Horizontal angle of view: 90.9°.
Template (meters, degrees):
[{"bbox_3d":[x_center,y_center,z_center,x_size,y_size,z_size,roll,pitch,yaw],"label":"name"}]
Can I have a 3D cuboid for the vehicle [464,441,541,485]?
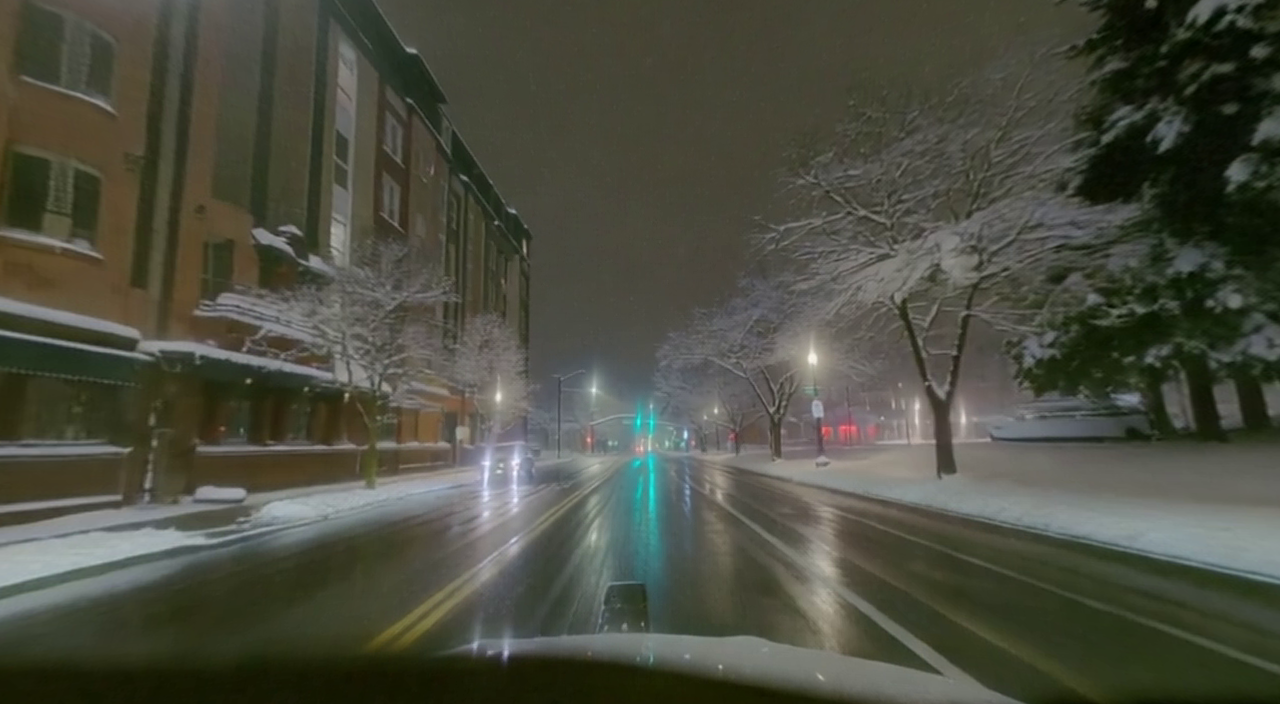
[{"bbox_3d":[-5.858,4.779,27.556,2.147,1.701,4.879,0,-8,1],"label":"vehicle"}]
